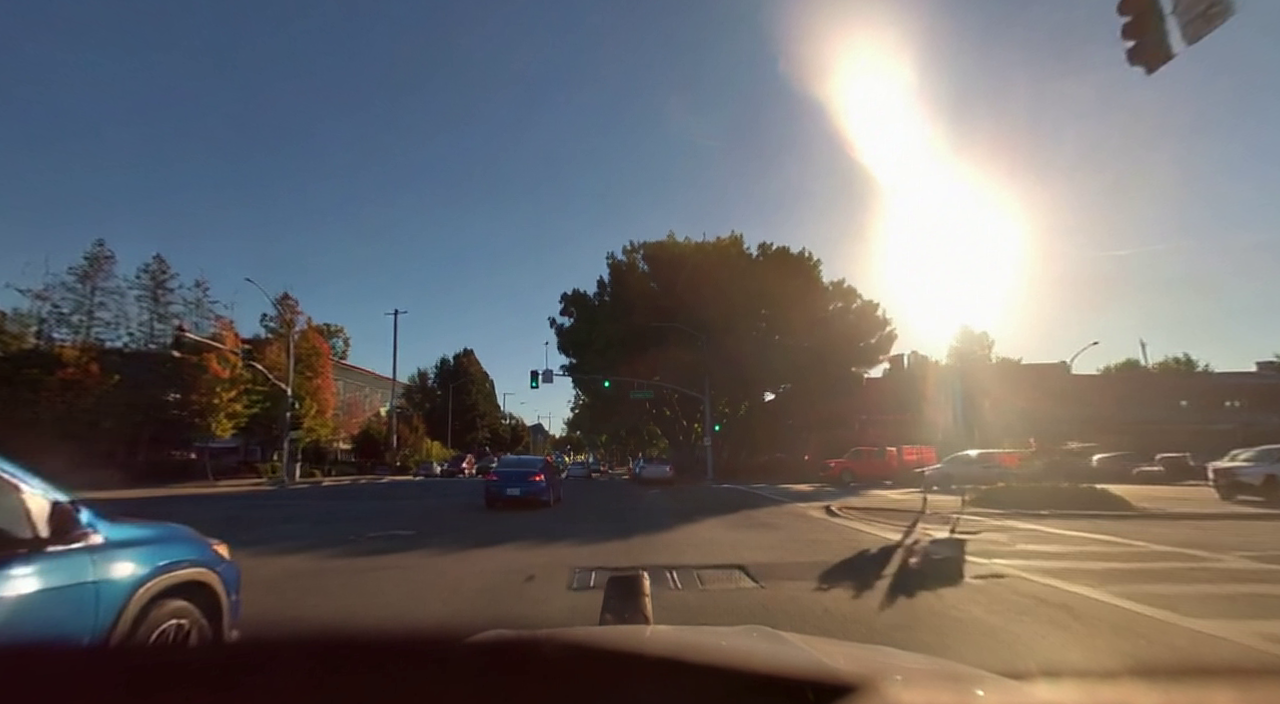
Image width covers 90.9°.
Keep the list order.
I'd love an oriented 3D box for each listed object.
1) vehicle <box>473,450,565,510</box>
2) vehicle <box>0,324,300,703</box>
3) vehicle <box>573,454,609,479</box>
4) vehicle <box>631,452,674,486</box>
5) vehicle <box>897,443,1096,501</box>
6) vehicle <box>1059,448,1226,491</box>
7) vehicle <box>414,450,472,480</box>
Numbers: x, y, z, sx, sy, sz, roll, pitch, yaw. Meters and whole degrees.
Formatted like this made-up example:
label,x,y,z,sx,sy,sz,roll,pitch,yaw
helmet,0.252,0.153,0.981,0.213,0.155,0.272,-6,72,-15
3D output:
label,x,y,z,sx,sy,sz,roll,pitch,yaw
vehicle,-3.361,3.597,18.182,1.960,1.528,3.490,0,-9,0
vehicle,-3.168,0.705,1.402,2.190,1.766,4.649,0,-9,0
vehicle,-3.239,7.676,42.479,2.013,1.474,4.393,0,-9,1
vehicle,0.611,6.227,33.931,2.163,1.678,3.846,0,-9,0
vehicle,10.958,3.765,19.697,4.875,1.473,2.077,-2,-12,-1
vehicle,18.717,4.371,23.645,4.478,1.495,2.063,0,-9,0
vehicle,-13.476,7.713,43.491,2.039,1.904,5.701,0,-9,2
